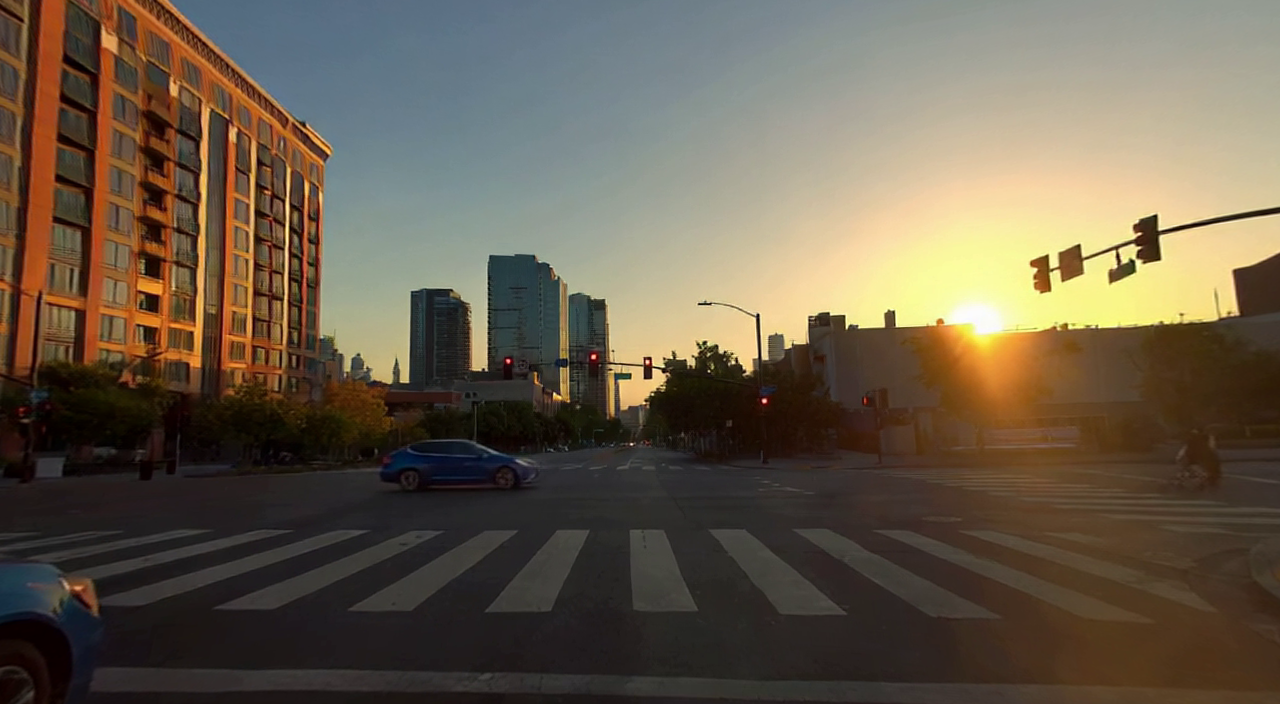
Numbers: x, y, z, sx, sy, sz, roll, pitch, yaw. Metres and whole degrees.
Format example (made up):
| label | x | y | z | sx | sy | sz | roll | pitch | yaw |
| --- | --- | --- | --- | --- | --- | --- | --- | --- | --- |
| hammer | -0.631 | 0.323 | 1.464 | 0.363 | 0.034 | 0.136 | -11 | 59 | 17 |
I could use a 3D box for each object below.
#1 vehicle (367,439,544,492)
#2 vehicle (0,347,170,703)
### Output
| label | x | y | z | sx | sy | sz | roll | pitch | yaw |
| --- | --- | --- | --- | --- | --- | --- | --- | --- | --- |
| vehicle | -5.284 | 3.305 | 18.449 | 4.551 | 1.454 | 1.941 | 0 | -8 | 1 |
| vehicle | -3.632 | 0.616 | 1.062 | 2.109 | 1.692 | 4.587 | 0 | -8 | 0 |
